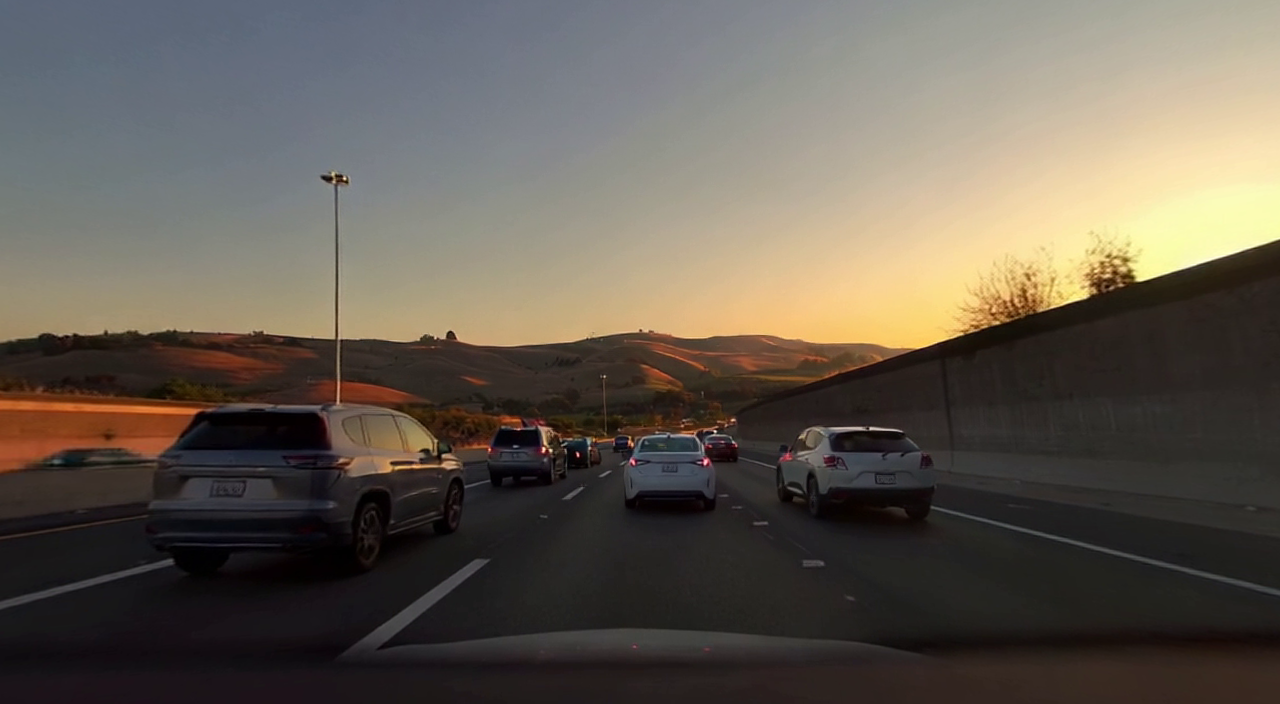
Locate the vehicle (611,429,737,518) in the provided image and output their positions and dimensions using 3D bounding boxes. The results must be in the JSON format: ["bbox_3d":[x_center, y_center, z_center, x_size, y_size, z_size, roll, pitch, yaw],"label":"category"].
[{"bbox_3d":[0.590,2.363,12.814,2.105,1.471,4.349,0,-8,1],"label":"vehicle"}]

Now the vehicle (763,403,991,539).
[{"bbox_3d":[3.544,1.887,10.567,2.046,1.765,4.534,0,-8,0],"label":"vehicle"}]

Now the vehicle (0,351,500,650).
[{"bbox_3d":[-3.326,1.321,6.783,2.301,1.902,5.374,0,-8,1],"label":"vehicle"}]

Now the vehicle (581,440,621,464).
[{"bbox_3d":[-2.328,6.114,38.767,1.973,1.378,3.677,-1,-8,4],"label":"vehicle"}]

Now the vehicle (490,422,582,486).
[{"bbox_3d":[-3.216,3.284,20.567,1.997,1.806,5.002,0,-8,2],"label":"vehicle"}]
